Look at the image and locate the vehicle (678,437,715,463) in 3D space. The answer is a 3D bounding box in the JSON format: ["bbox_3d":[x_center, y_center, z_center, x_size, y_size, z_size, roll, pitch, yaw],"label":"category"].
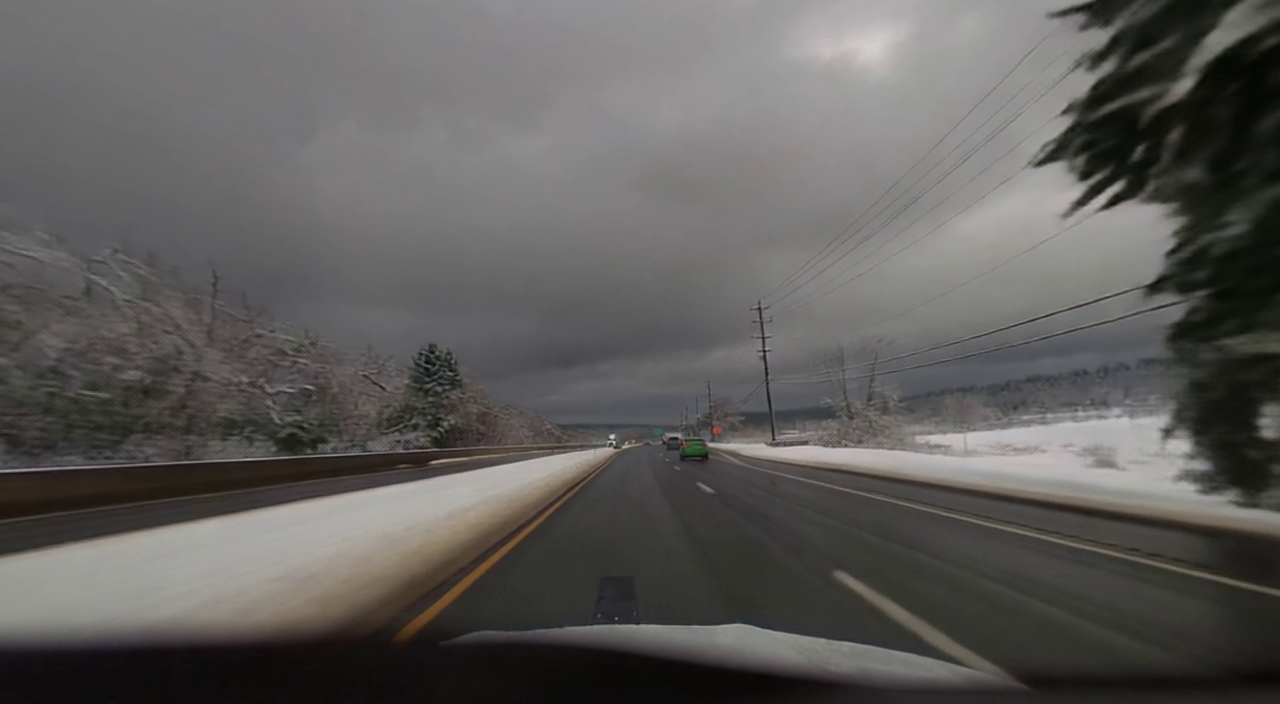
[{"bbox_3d":[3.571,6.300,40.610,1.977,1.581,4.428,-1,-8,0],"label":"vehicle"}]
